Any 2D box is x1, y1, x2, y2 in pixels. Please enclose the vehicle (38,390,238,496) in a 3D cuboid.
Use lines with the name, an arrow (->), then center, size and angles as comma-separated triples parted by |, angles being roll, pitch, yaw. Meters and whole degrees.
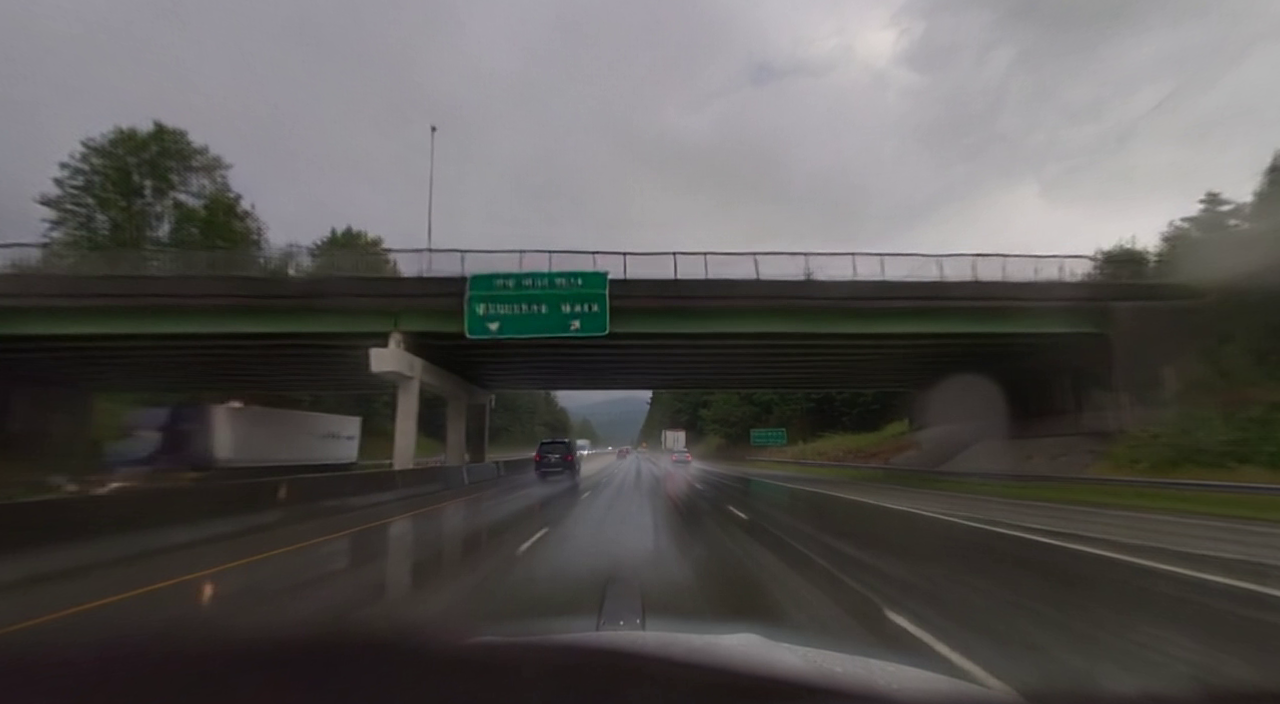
vehicle -> -20.079, 3.745, 25.876 | 2.995, 3.822, 6.024 | 0, -9, 0

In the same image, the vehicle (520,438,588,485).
vehicle -> -3.556, 4.645, 26.972 | 2.238, 1.792, 4.518 | 0, -9, 0
